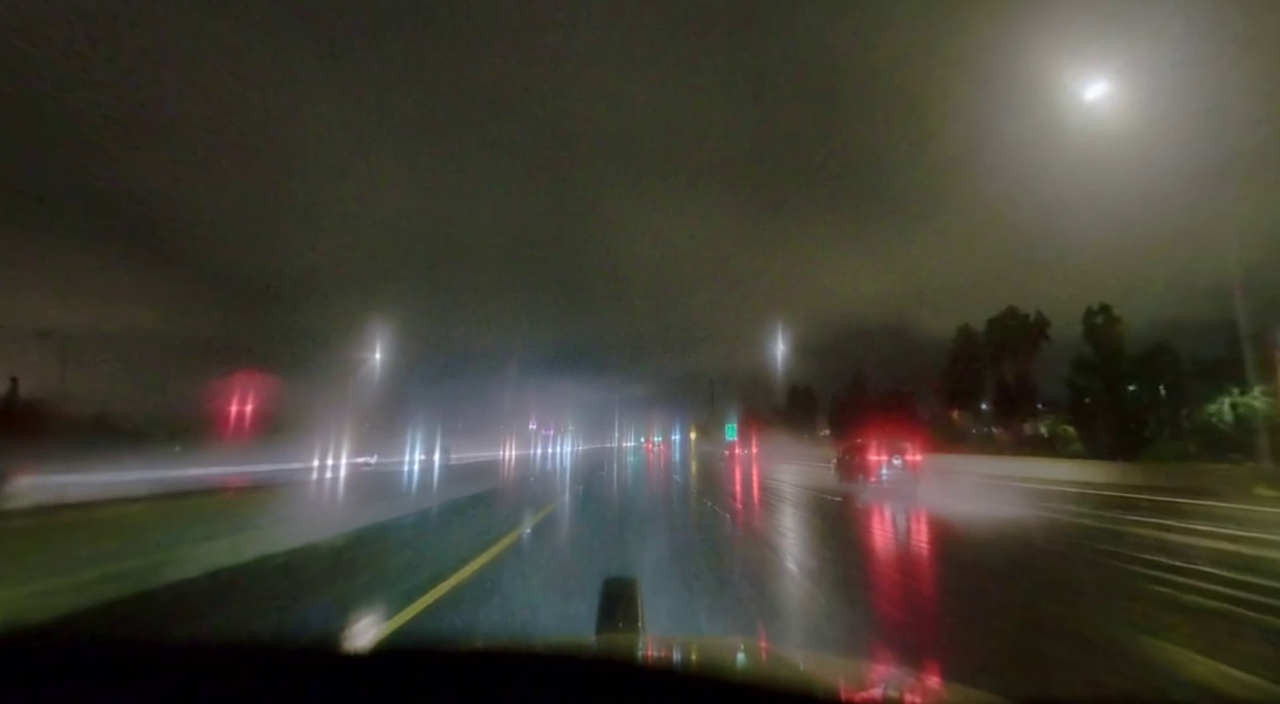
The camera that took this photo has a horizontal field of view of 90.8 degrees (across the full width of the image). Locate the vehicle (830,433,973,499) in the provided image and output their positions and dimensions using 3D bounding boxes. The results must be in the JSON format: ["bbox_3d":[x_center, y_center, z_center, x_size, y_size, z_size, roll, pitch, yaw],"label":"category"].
[{"bbox_3d":[6.985,3.086,17.542,1.901,1.548,4.684,0,-9,-1],"label":"vehicle"}]
